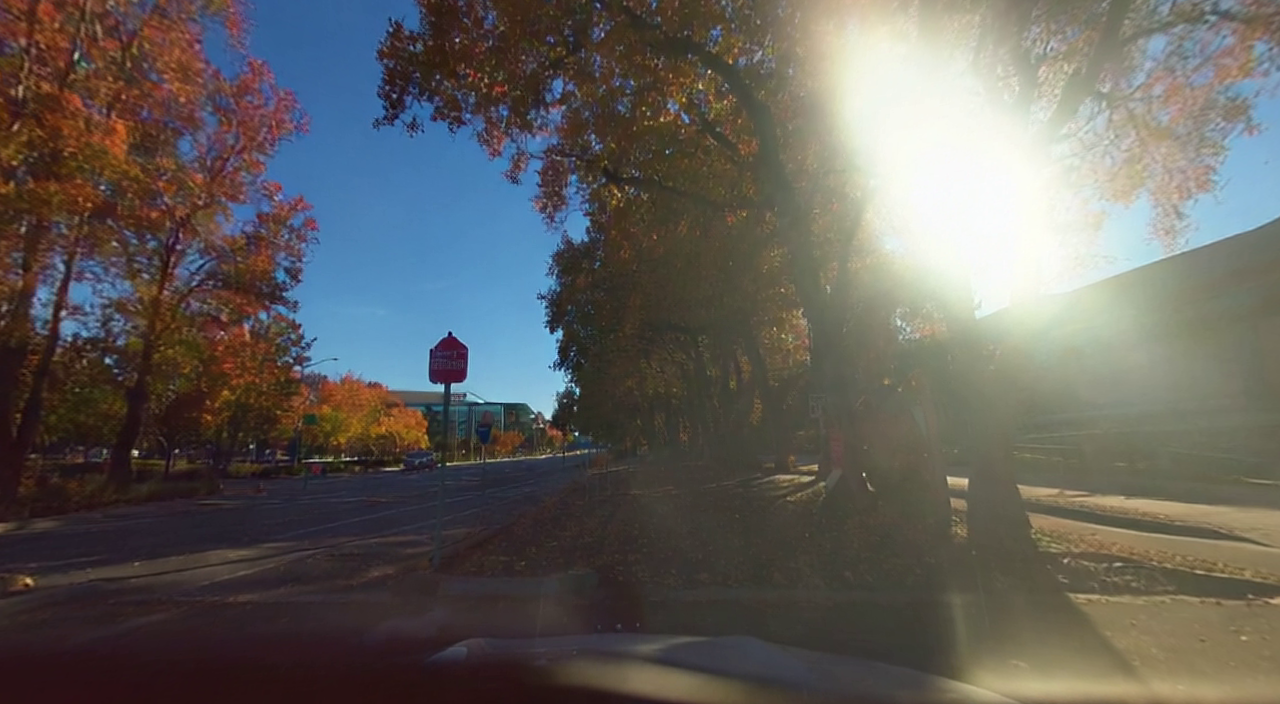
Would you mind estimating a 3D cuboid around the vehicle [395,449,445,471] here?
[{"bbox_3d":[-17.272,8.468,49.711,1.907,1.644,4.410,-1,-9,8],"label":"vehicle"}]
